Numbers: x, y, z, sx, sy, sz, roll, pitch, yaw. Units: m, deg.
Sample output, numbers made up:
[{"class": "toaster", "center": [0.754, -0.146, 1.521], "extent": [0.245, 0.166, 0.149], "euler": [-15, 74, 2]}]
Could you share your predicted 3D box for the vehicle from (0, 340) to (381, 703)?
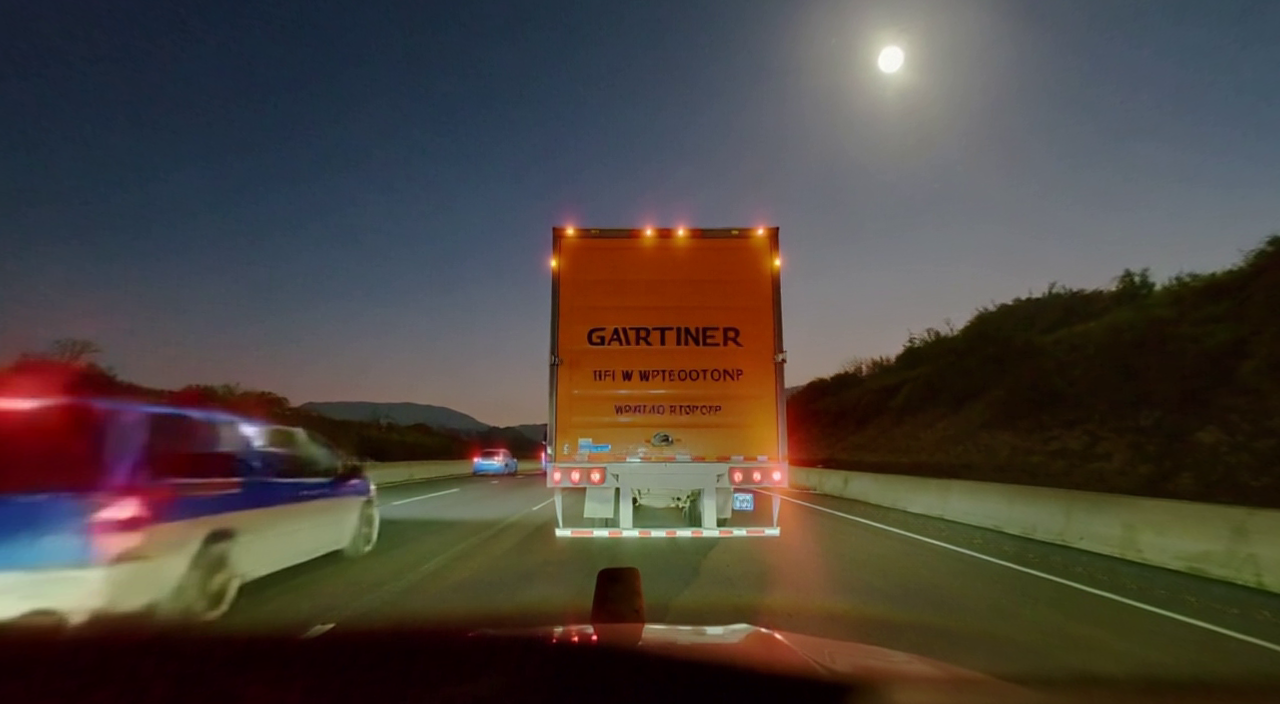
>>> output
[{"class": "vehicle", "center": [-4.624, 1.310, 5.884], "extent": [2.293, 2.015, 4.915], "euler": [0, -9, 0]}]

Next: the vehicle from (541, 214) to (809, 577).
[{"class": "vehicle", "center": [0.484, 1.228, 12.257], "extent": [2.853, 4.054, 10.557], "euler": [0, -9, 1]}]

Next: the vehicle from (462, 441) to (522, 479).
[{"class": "vehicle", "center": [-8.580, 6.329, 37.122], "extent": [2.174, 2.059, 5.314], "euler": [0, -9, 0]}]
